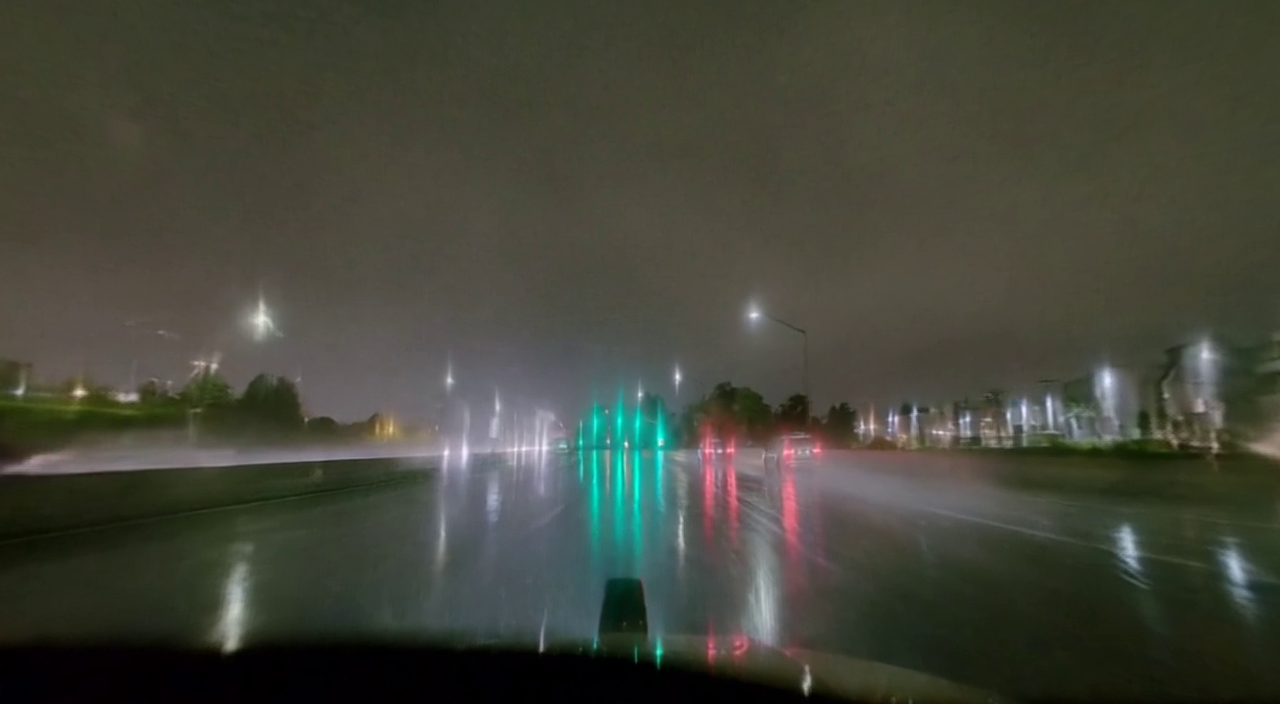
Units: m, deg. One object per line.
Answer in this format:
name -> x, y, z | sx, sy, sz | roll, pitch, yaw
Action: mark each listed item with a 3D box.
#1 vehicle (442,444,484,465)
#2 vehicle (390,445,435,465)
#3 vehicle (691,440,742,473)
vehicle -> -13.429, 7.813, 48.240 | 1.940, 1.482, 4.653 | 0, -9, -1
vehicle -> -17.401, 7.882, 48.419 | 1.871, 1.469, 4.633 | 0, -8, -2
vehicle -> 3.661, 5.071, 30.862 | 1.926, 1.477, 4.025 | 0, -8, -1
